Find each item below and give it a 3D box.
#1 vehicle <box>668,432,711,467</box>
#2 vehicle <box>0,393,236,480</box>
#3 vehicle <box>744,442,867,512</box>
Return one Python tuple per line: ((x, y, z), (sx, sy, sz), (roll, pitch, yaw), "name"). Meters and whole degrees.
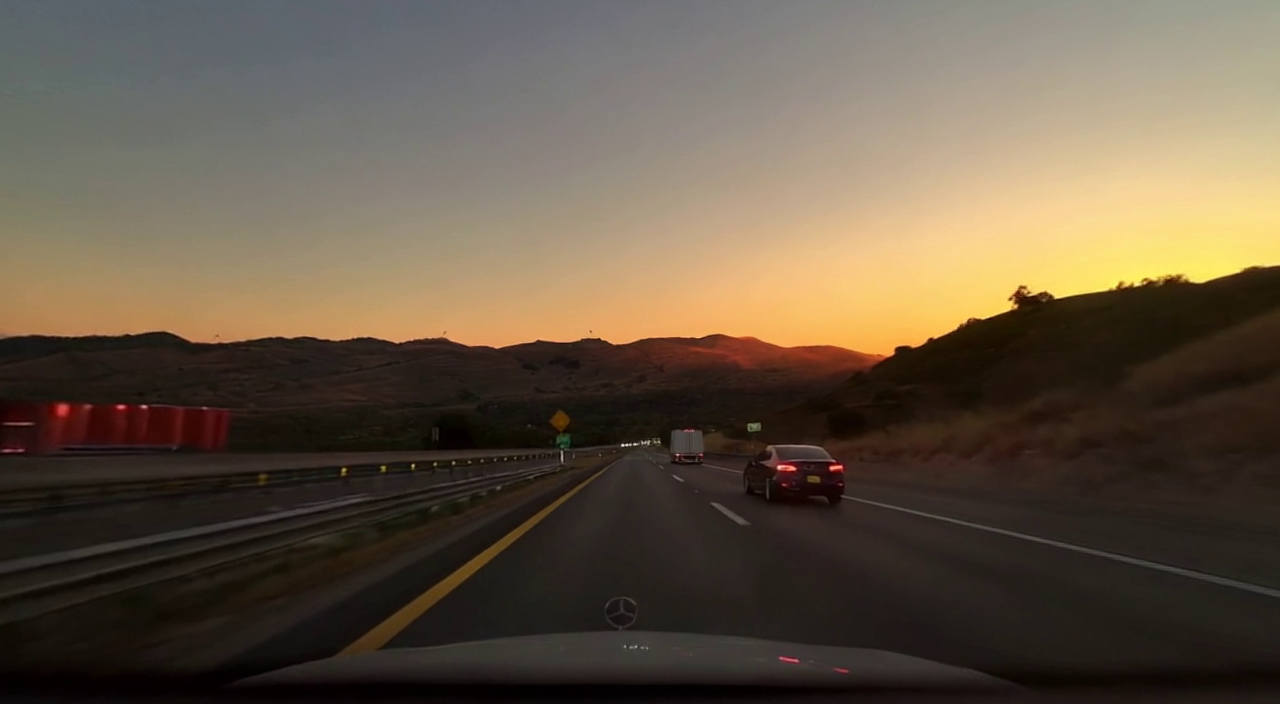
((3.791, 7.645, 49.293), (2.597, 2.593, 5.984), (0, -9, -2), "vehicle")
((-30.633, 5.387, 38.657), (3.029, 4.123, 16.728), (0, -9, -9), "vehicle")
((3.852, 2.969, 15.335), (1.836, 1.459, 3.766), (0, -9, -2), "vehicle")
